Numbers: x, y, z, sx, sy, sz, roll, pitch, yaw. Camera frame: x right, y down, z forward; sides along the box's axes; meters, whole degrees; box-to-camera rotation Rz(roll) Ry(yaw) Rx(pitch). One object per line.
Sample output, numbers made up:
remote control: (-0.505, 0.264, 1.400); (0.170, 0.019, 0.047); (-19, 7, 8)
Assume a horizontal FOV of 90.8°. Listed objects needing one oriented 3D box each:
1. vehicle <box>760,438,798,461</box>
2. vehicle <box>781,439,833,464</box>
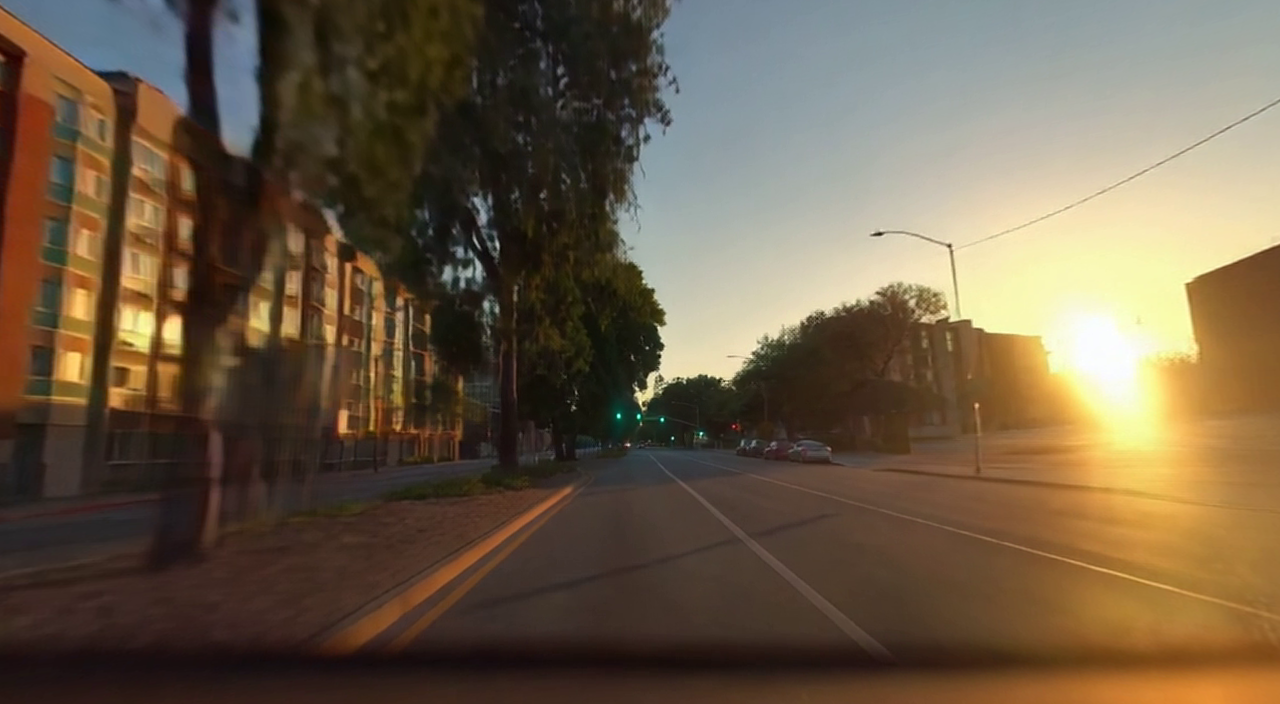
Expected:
vehicle: (10.370, 7.309, 47.431); (1.889, 1.631, 4.021); (0, -8, 0)
vehicle: (10.293, 6.187, 39.259); (1.956, 1.462, 4.306); (0, -8, -1)
